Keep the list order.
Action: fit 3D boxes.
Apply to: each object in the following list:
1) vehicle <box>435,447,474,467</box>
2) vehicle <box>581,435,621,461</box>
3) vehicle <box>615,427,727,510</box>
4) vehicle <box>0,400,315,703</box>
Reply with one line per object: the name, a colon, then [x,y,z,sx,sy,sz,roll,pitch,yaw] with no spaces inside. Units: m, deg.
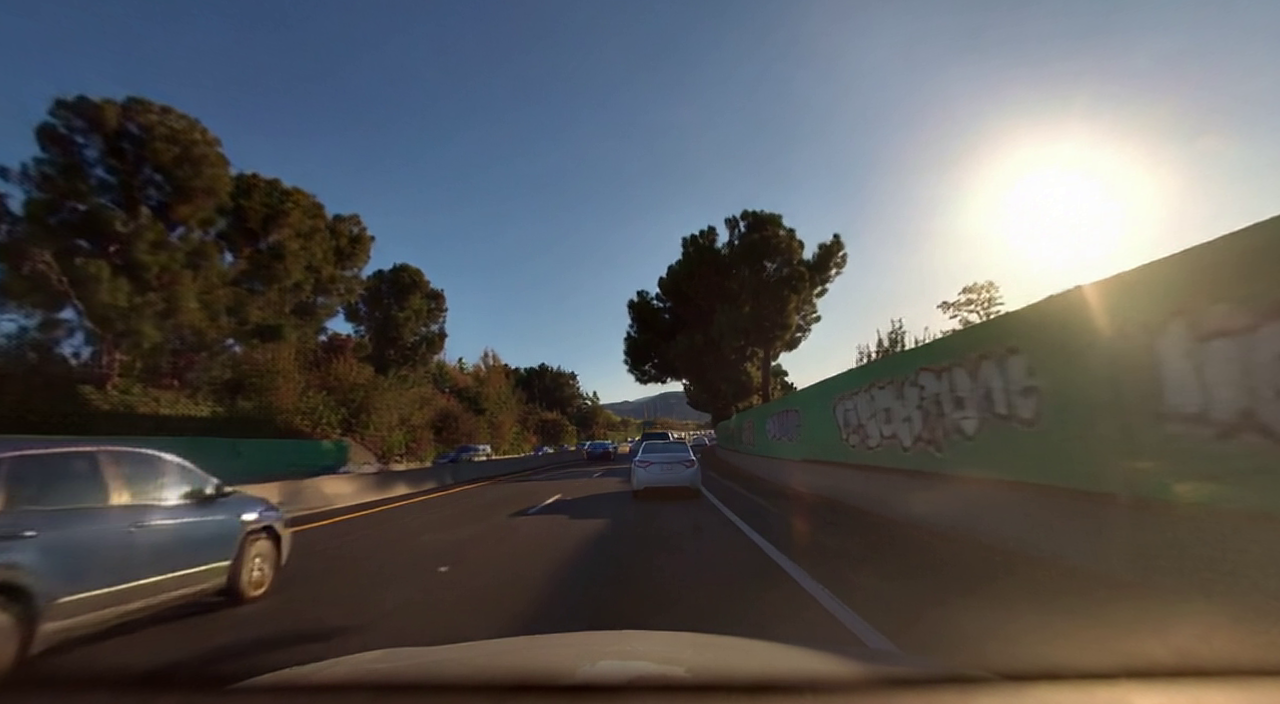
vehicle: [-14.123,8.022,48.077,1.692,1.413,3.747,0,-8,2]
vehicle: [-2.410,6.088,39.918,2.105,1.571,3.727,-1,-8,4]
vehicle: [0.587,2.451,13.686,2.077,1.533,3.854,0,-8,0]
vehicle: [-3.923,1.040,3.407,2.059,1.471,4.152,0,-8,1]
